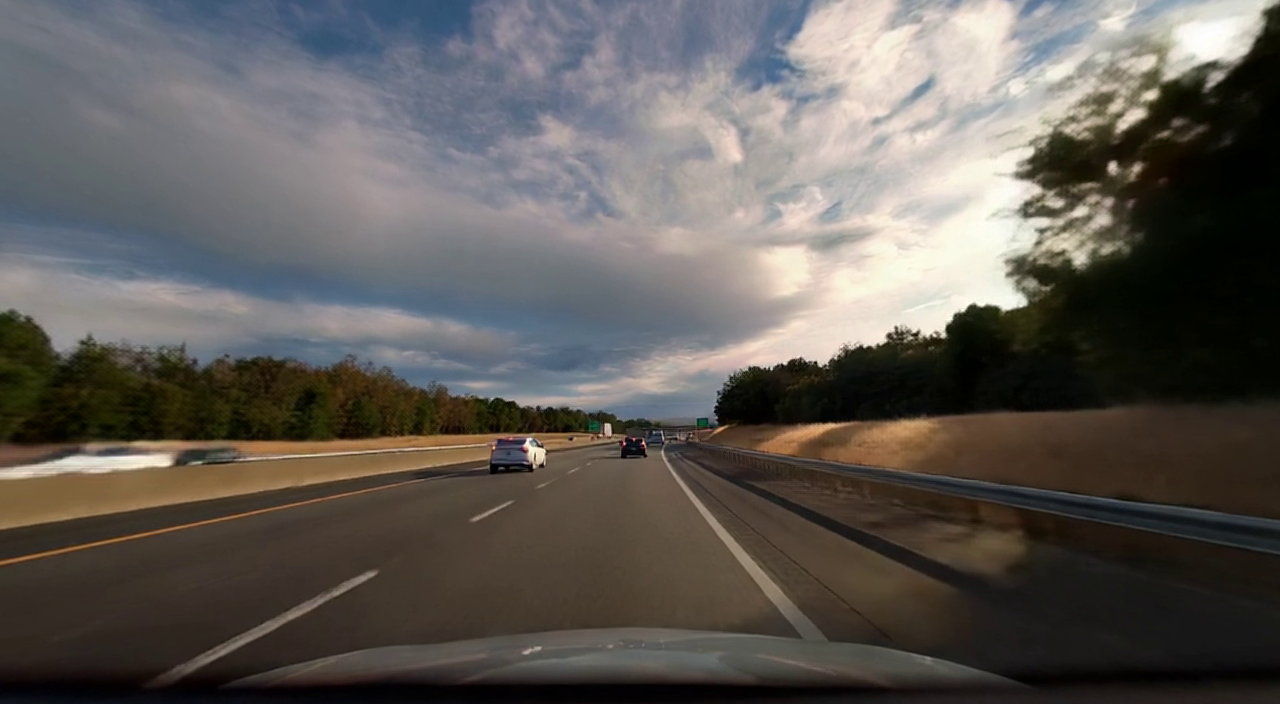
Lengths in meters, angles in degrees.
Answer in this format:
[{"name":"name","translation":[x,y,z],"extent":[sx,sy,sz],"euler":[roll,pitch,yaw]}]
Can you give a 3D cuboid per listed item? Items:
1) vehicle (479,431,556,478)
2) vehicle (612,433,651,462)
[{"name":"vehicle","translation":[-4.674,3.979,24.772],"extent":[2.075,1.653,4.317],"euler":[-1,-8,1]},{"name":"vehicle","translation":[-0.498,5.661,37.437],"extent":[2.146,1.636,4.026],"euler":[0,-8,-1]}]
